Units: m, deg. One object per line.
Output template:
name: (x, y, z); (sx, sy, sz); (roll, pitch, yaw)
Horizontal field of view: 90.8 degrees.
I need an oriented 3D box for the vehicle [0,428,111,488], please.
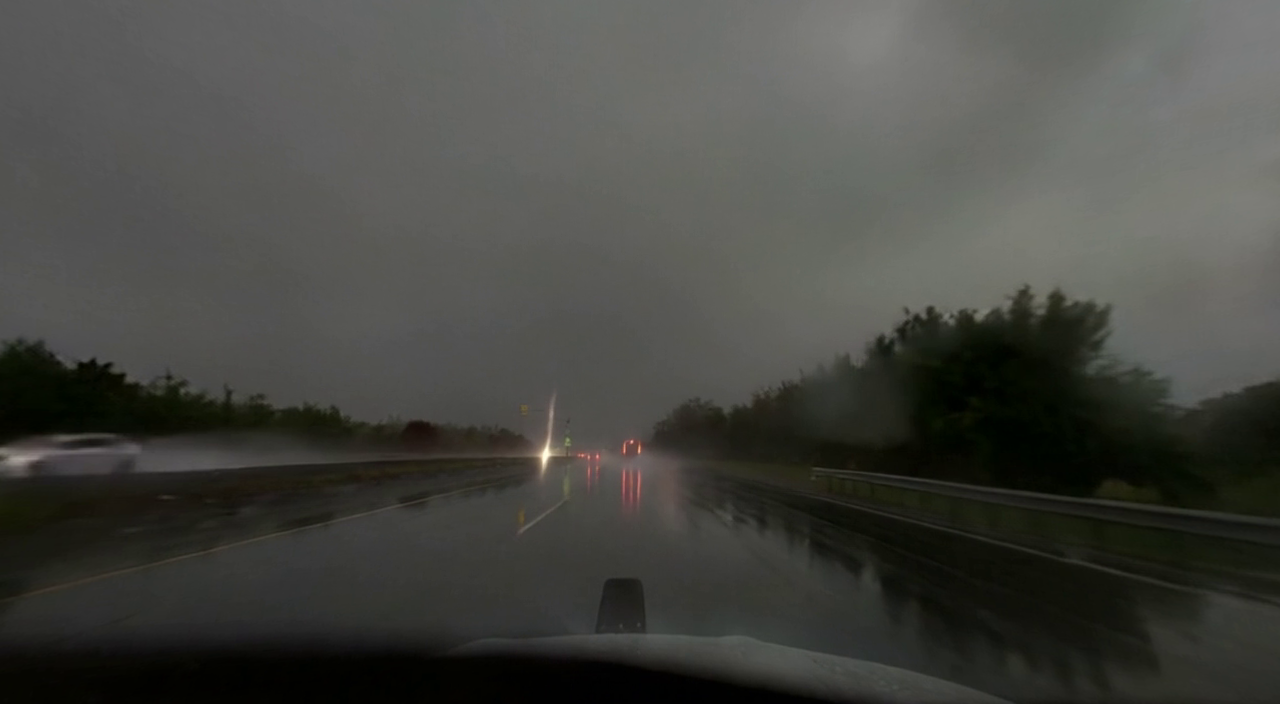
vehicle: (-17.732, 2.985, 17.778); (1.840, 1.556, 4.355); (0, -9, 0)
